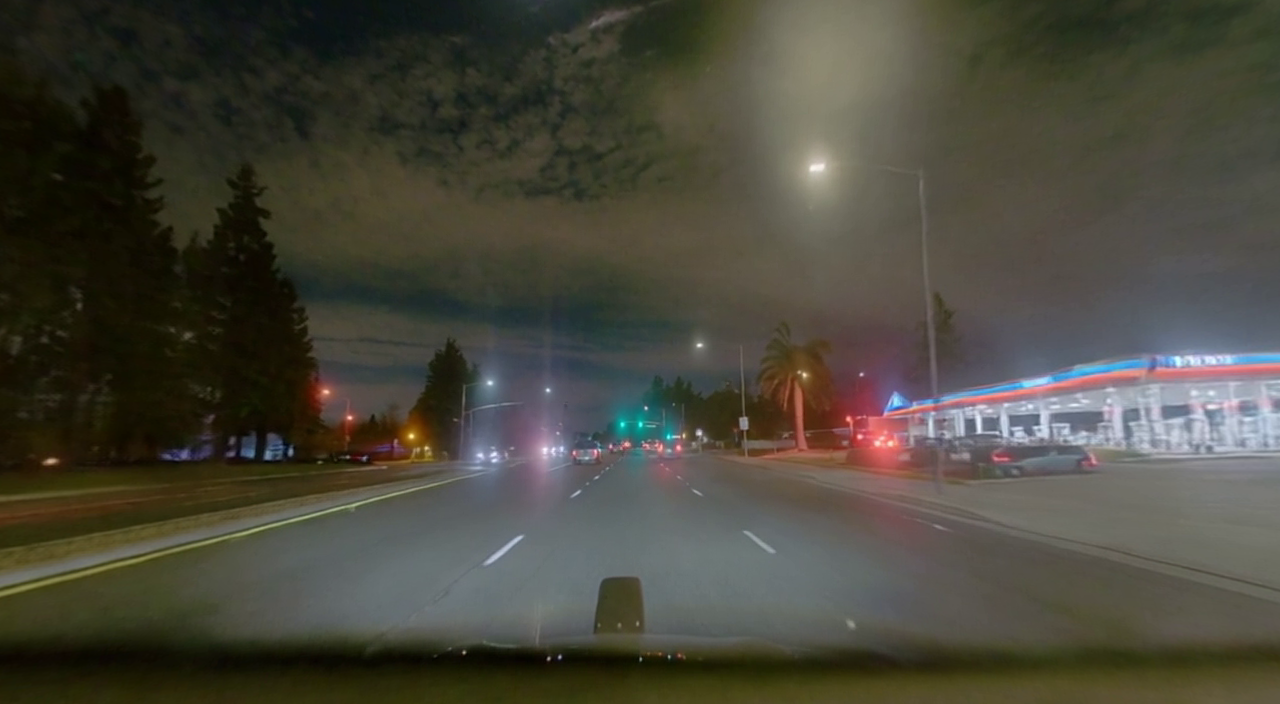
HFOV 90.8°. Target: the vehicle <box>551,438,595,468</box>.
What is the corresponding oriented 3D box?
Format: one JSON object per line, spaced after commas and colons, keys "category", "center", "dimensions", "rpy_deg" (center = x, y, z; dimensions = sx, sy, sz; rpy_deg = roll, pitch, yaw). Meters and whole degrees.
{"category": "vehicle", "center": [-3.847, 5.887, 37.010], "dimensions": [2.040, 1.661, 4.573], "rpy_deg": [0, -8, 1]}
